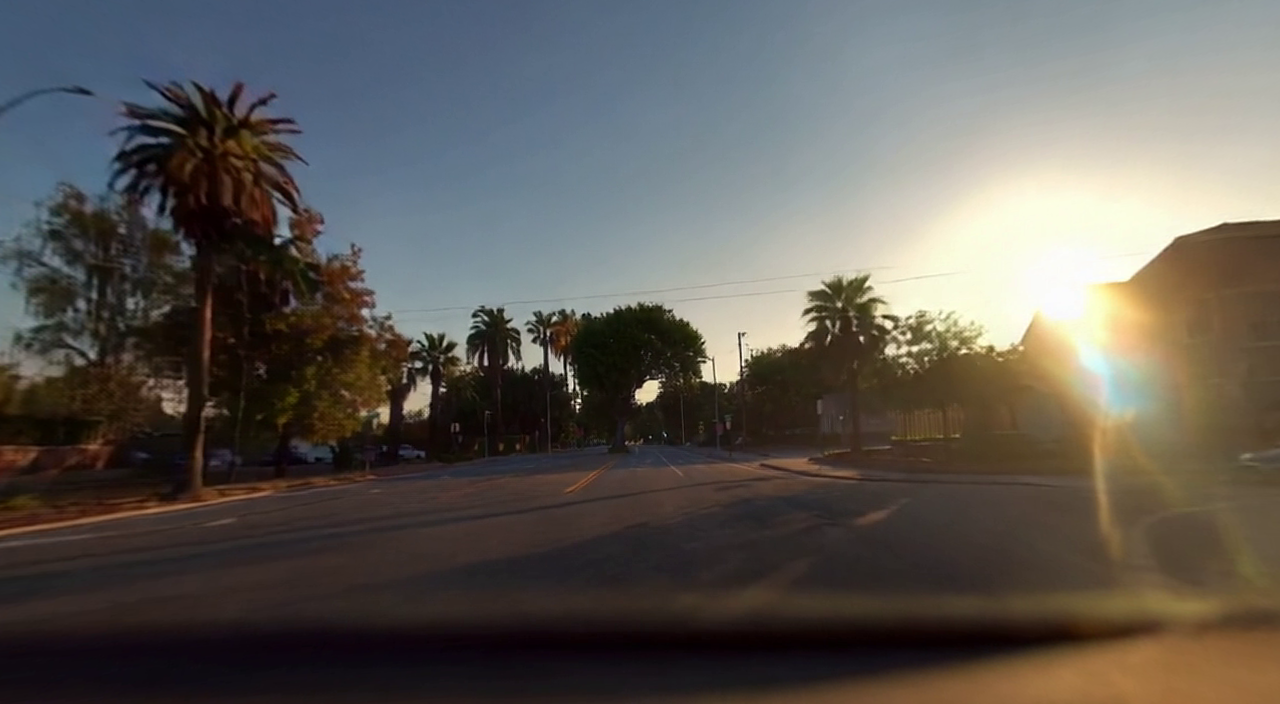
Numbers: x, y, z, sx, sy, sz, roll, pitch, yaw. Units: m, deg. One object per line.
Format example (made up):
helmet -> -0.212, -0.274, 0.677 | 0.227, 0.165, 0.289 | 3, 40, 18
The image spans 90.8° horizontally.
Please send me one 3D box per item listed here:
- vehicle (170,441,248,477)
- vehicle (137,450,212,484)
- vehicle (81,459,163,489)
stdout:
vehicle -> -26.674, 6.558, 39.075 | 4.793, 2.087, 1.929 | -5, -9, 30
vehicle -> -26.573, 6.559, 36.027 | 4.270, 1.690, 1.978 | -7, -8, 32
vehicle -> -31.633, 7.388, 38.563 | 4.716, 1.652, 1.917 | -4, -10, 25
